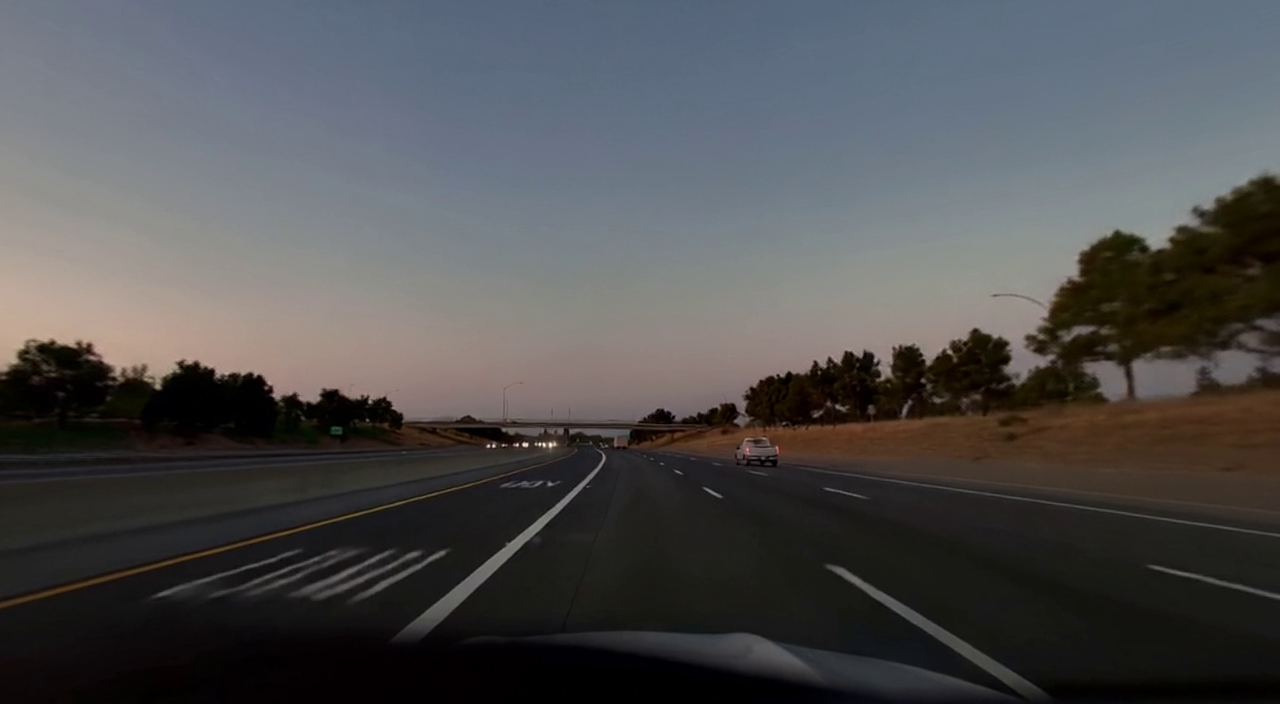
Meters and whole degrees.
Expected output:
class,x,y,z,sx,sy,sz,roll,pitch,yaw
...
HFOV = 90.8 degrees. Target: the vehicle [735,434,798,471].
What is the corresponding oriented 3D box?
class,x,y,z,sx,sy,sz,roll,pitch,yaw
vehicle,6.303,5.090,32.056,2.104,1.723,4.538,0,-8,-2
